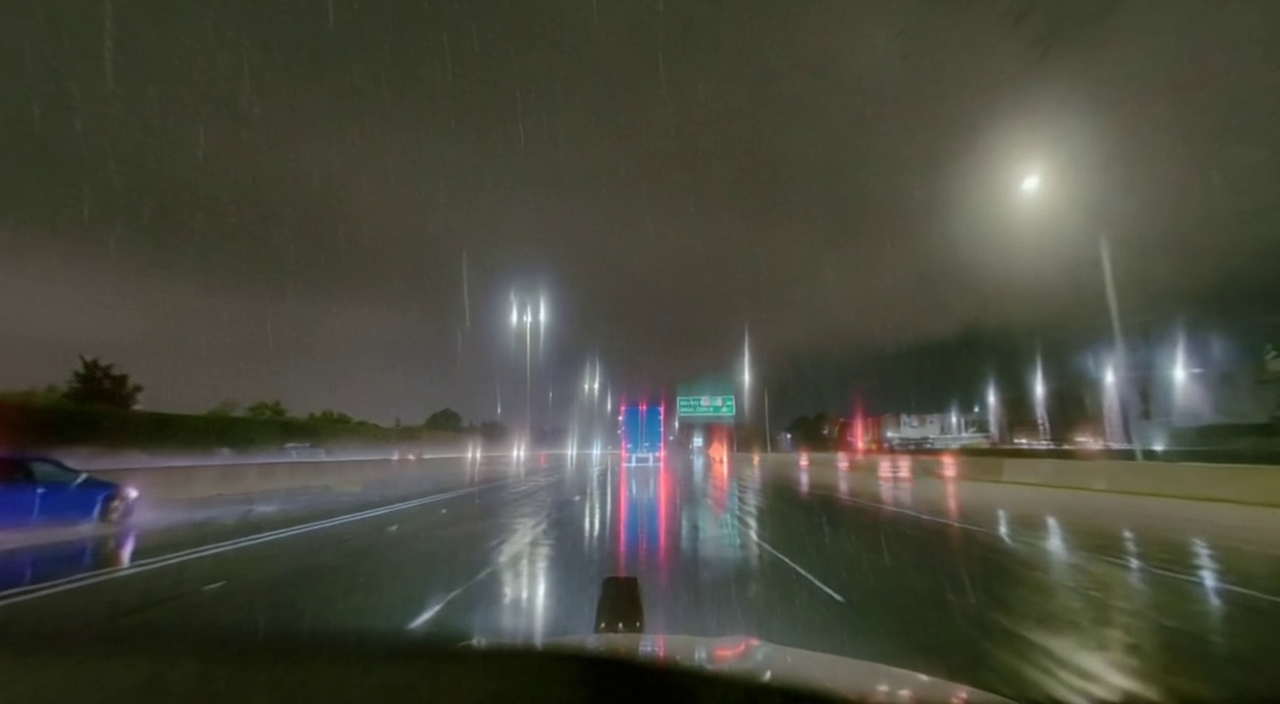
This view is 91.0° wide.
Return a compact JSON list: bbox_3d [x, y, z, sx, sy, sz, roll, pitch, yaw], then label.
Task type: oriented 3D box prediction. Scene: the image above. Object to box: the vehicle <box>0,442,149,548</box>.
[{"bbox_3d":[-10.396,2.122,9.411,2.096,1.538,4.998,0,-9,0],"label":"vehicle"}]
